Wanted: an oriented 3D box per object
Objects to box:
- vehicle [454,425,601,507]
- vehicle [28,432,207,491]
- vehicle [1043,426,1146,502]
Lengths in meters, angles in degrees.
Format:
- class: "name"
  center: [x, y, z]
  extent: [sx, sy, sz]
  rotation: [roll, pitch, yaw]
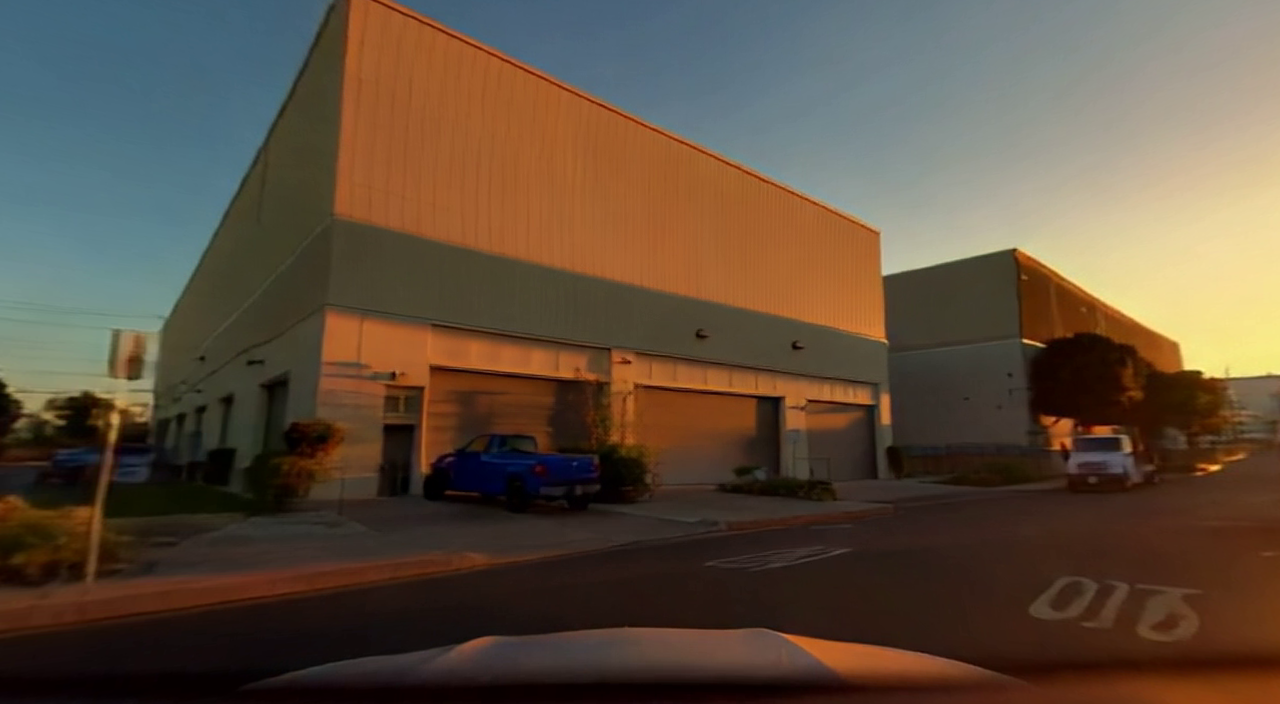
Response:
- class: "vehicle"
  center: [-4.760, 4.571, 26.175]
  extent: [6.271, 3.004, 2.298]
  rotation: [-5, -9, 37]
- class: "vehicle"
  center: [-20.843, 4.372, 25.361]
  extent: [1.997, 2.103, 5.207]
  rotation: [-9, -13, 44]
- class: "vehicle"
  center: [28.172, 6.829, 38.949]
  extent: [7.722, 4.217, 3.111]
  rotation: [8, -12, -41]
